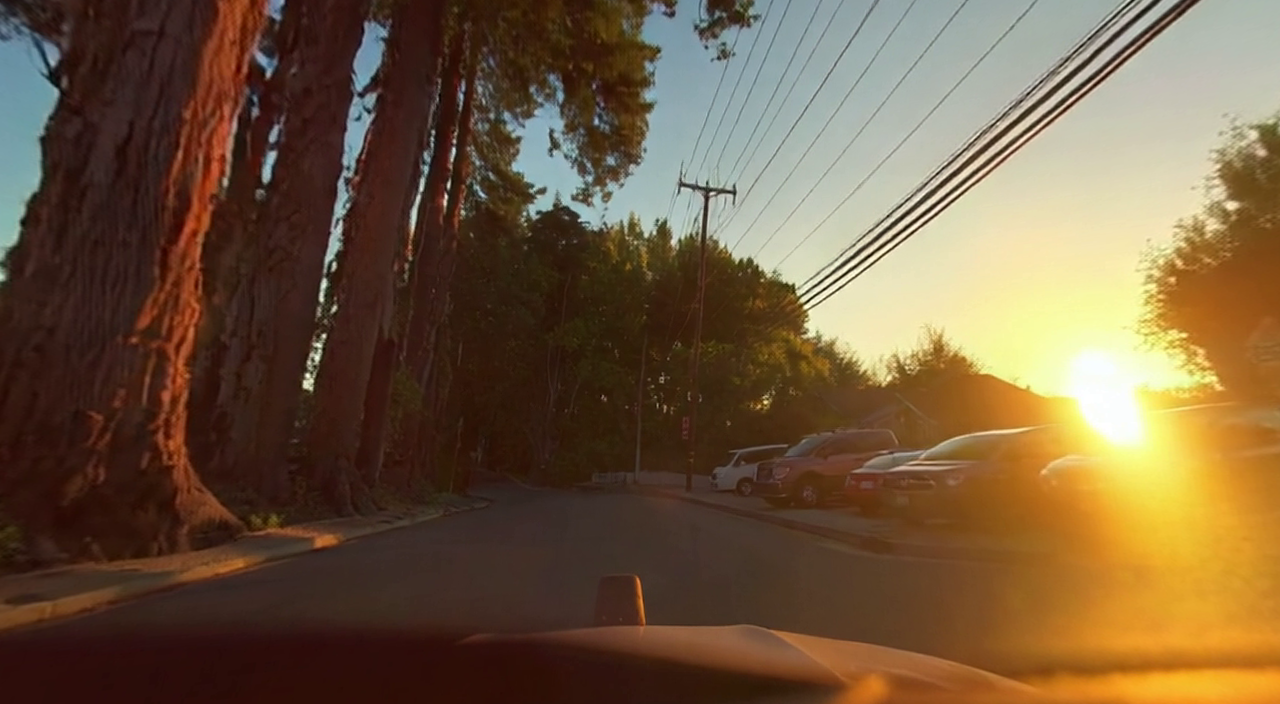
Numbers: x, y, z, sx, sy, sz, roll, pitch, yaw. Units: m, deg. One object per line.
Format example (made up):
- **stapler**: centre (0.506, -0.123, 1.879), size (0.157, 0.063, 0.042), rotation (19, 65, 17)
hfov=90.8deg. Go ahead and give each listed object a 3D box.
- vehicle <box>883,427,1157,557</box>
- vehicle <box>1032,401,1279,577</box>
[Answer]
- **vehicle**: centre (6.942, 2.359, 11.559), size (4.444, 1.902, 2.099), rotation (3, -7, -26)
- **vehicle**: centre (8.226, 1.842, 9.065), size (4.780, 1.984, 1.896), rotation (4, -10, -23)
